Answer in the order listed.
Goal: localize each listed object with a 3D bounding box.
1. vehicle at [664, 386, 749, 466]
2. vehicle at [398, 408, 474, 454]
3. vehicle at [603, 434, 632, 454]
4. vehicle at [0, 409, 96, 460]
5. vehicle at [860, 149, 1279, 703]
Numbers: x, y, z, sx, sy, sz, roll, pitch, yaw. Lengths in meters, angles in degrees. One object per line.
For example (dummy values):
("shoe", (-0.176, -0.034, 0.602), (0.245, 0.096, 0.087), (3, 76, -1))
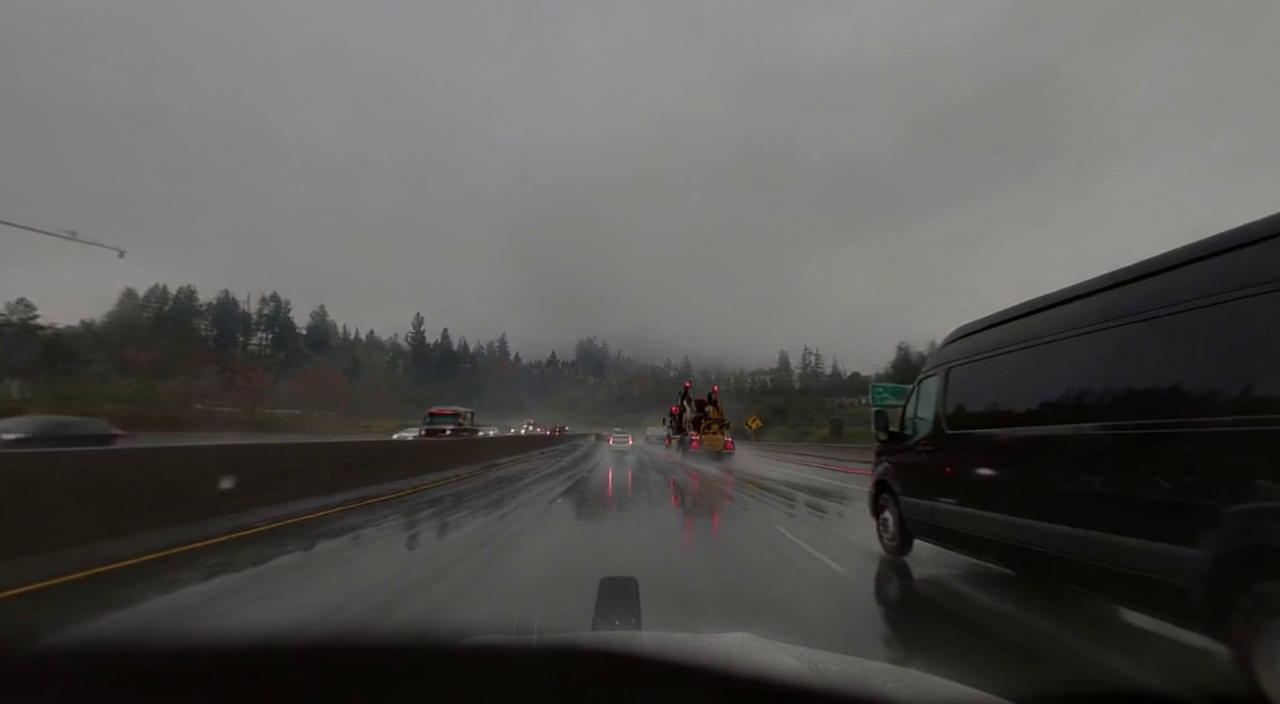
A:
("vehicle", (3.328, 4.171, 34.726), (2.912, 3.738, 10.123), (1, -8, -4))
("vehicle", (-12.162, 4.814, 38.263), (2.330, 2.491, 7.401), (0, -8, -2))
("vehicle", (-1.786, 7.286, 49.815), (2.217, 1.502, 4.222), (1, -8, -3))
("vehicle", (-21.923, 2.902, 22.081), (1.914, 1.637, 4.353), (0, -8, -3))
("vehicle", (3.714, 0.646, 3.942), (2.386, 2.509, 5.880), (0, -8, -2))
